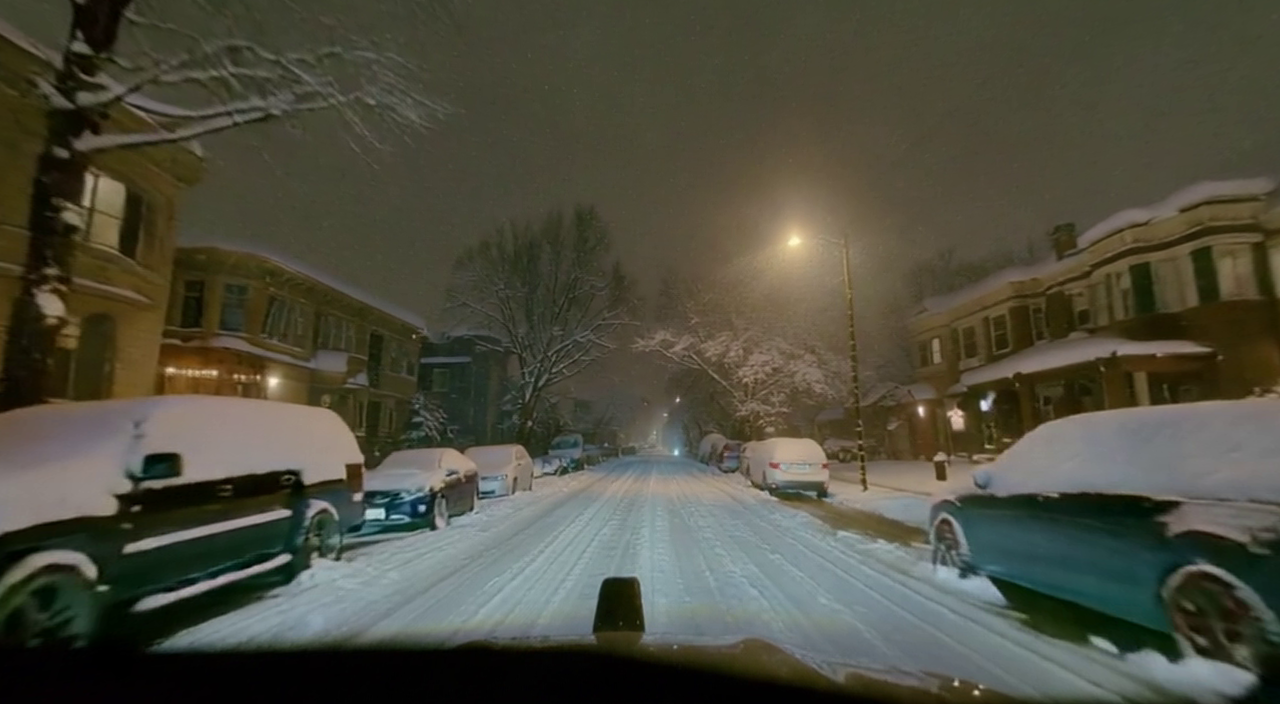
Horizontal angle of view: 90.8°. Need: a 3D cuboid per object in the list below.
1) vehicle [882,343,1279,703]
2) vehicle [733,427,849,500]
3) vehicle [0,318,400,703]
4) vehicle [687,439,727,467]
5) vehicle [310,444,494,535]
[{"bbox_3d":[4.057,1.181,4.973,2.214,1.830,4.997,0,-8,-1],"label":"vehicle"},{"bbox_3d":[4.386,3.334,19.330,2.306,1.901,4.908,0,-8,0],"label":"vehicle"},{"bbox_3d":[-4.598,1.274,5.948,2.461,2.145,5.415,0,-8,1],"label":"vehicle"},{"bbox_3d":[4.836,7.366,46.192,2.450,1.897,5.050,0,-8,1],"label":"vehicle"},{"bbox_3d":[-4.496,2.625,12.841,1.826,1.489,4.604,0,-8,2],"label":"vehicle"}]
